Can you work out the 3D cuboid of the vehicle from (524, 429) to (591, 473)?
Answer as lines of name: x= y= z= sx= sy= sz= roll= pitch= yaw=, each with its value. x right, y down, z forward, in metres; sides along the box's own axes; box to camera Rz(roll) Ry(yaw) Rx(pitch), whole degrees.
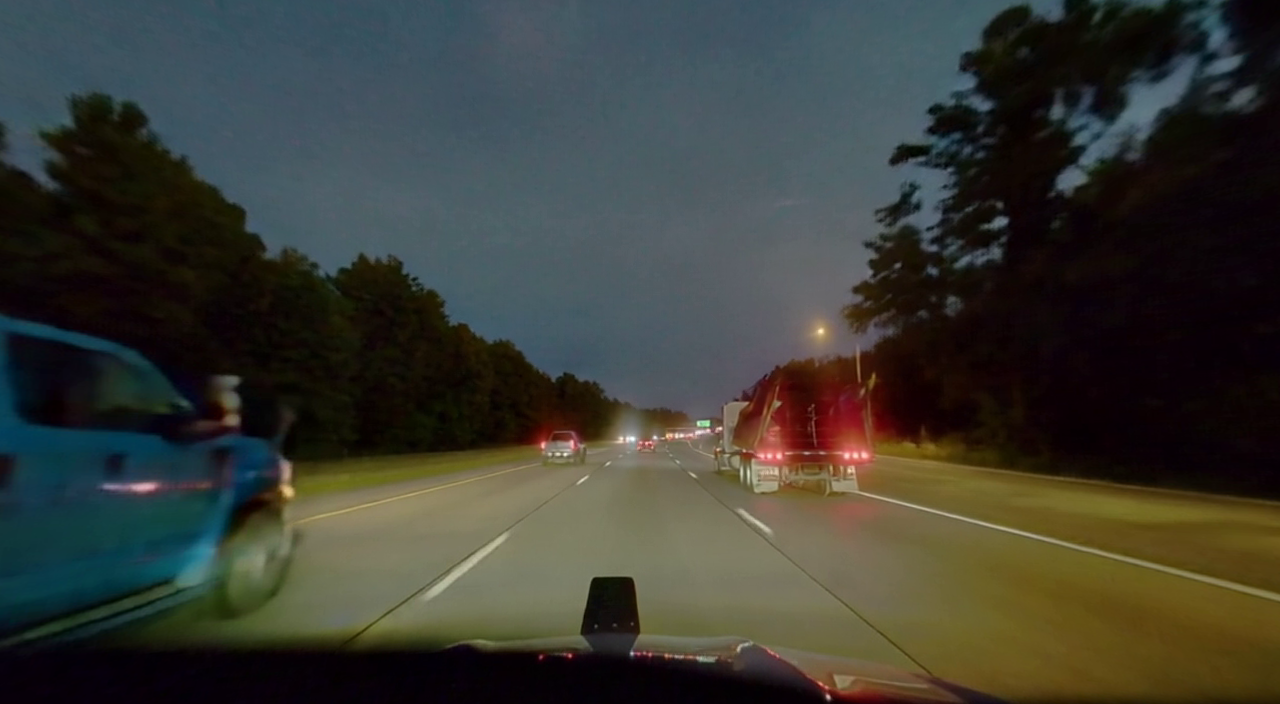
vehicle: x=-3.157 y=3.877 z=24.955 sx=2.008 sy=1.588 sz=4.147 roll=0 pitch=-8 yaw=1

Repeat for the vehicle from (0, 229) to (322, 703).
vehicle: x=-3.301 y=0.542 z=1.890 sx=2.204 sy=1.991 sz=4.720 roll=0 pitch=-8 yaw=0

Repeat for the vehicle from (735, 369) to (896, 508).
vehicle: x=3.565 y=1.869 z=13.778 sx=2.256 sy=2.568 sz=4.049 roll=0 pitch=-8 yaw=-1
